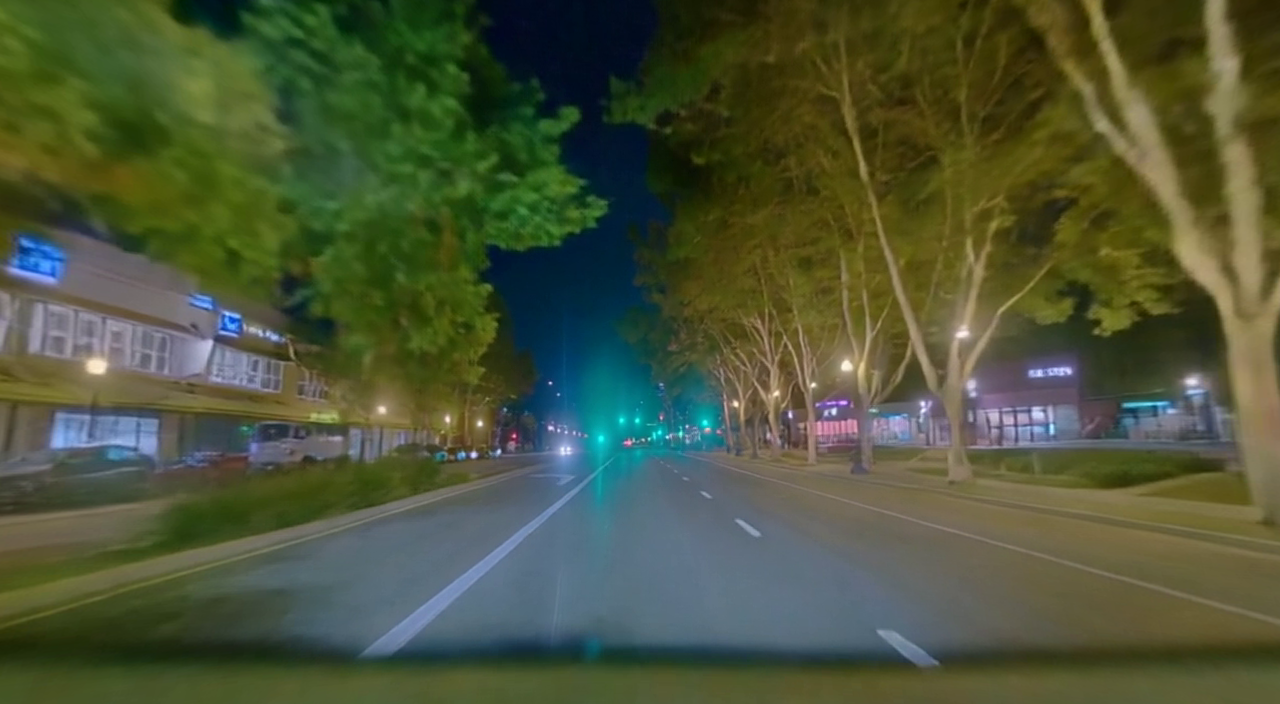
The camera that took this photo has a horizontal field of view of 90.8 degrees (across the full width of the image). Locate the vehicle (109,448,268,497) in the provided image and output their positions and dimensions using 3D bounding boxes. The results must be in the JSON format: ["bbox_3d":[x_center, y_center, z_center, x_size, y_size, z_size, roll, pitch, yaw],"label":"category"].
[{"bbox_3d":[-15.524,4.139,22.158,1.929,1.471,4.919,0,-8,0],"label":"vehicle"}]

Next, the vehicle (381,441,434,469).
[{"bbox_3d":[-15.581,6.924,42.647,1.950,1.749,5.006,0,-8,-3],"label":"vehicle"}]

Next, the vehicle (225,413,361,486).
[{"bbox_3d":[-15.429,4.412,28.779,2.335,2.896,6.785,-1,-9,-1],"label":"vehicle"}]

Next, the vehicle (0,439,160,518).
[{"bbox_3d":[-15.396,3.200,16.460,1.989,1.747,5.019,-1,-8,-3],"label":"vehicle"}]
